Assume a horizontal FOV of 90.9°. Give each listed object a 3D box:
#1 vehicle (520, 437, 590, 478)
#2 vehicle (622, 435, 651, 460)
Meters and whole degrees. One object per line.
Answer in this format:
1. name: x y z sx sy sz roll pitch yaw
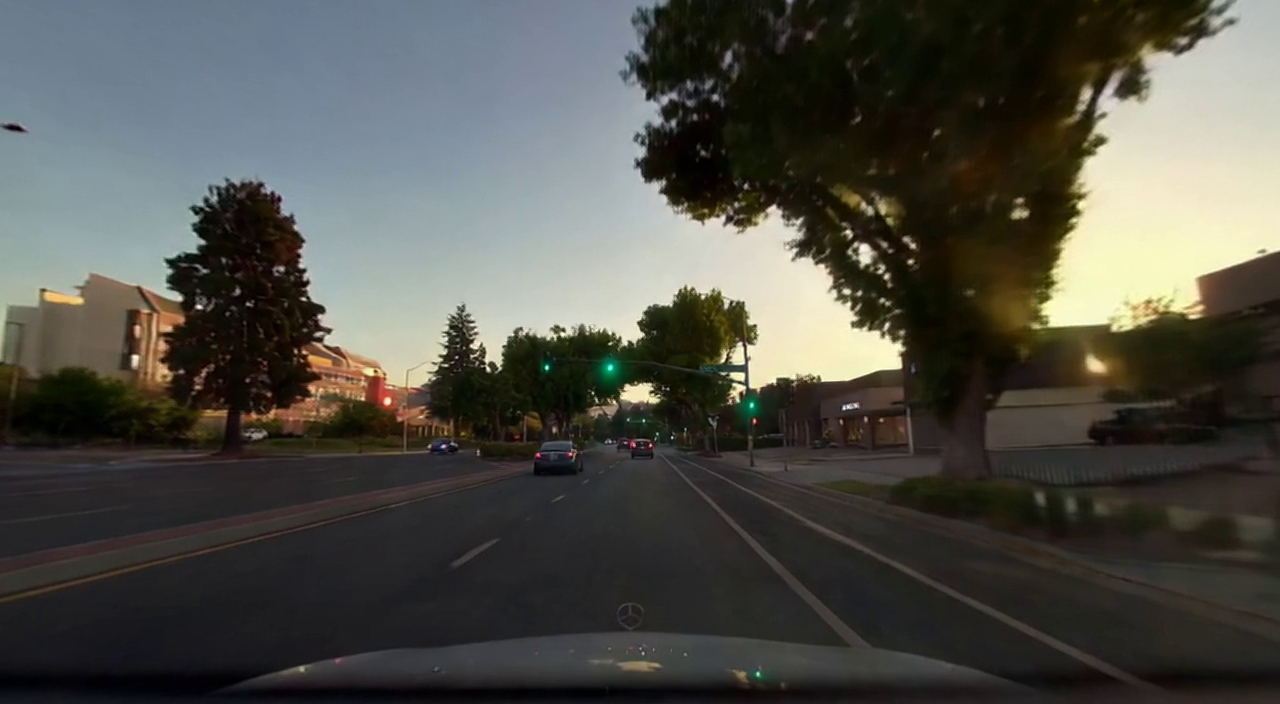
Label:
1. vehicle: -3.249 4.153 25.041 2.015 1.470 4.458 0 -8 2
2. vehicle: -0.249 7.338 48.408 2.153 1.764 4.047 0 -8 0
